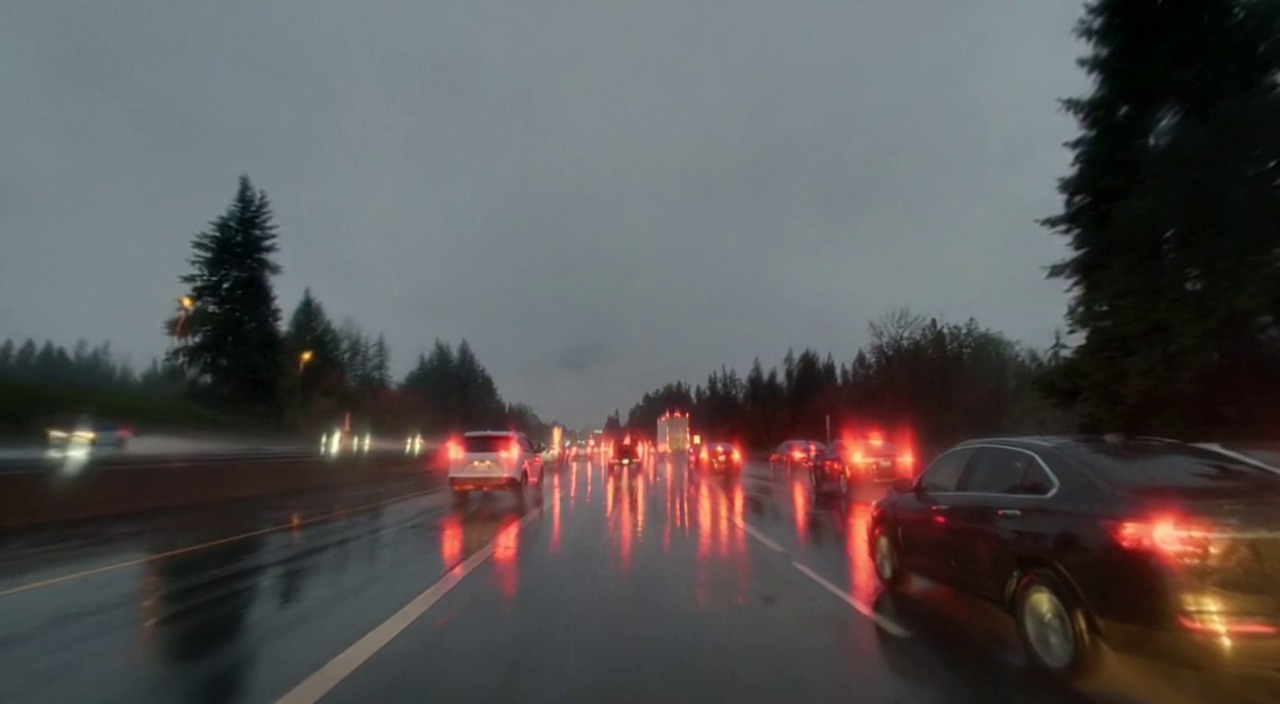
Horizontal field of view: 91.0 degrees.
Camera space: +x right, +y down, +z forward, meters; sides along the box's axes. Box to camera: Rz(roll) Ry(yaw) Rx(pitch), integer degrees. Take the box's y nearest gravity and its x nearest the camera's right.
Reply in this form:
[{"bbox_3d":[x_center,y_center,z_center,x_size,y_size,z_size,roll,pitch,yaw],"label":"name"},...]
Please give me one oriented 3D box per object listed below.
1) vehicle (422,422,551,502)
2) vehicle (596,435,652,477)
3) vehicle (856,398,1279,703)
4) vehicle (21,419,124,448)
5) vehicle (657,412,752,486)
[{"bbox_3d":[-3.795,2.840,16.603,2.176,1.783,4.799,0,-9,0],"label":"vehicle"},{"bbox_3d":[-0.687,4.553,27.673,2.235,1.682,4.094,0,-9,-1],"label":"vehicle"},{"bbox_3d":[3.187,1.214,4.063,2.031,1.504,4.327,0,-9,0],"label":"vehicle"},{"bbox_3d":[-31.916,4.664,35.576,1.974,1.531,4.193,1,-9,-2],"label":"vehicle"},{"bbox_3d":[3.017,5.231,34.290,3.426,3.279,12.313,0,-8,-2],"label":"vehicle"}]
